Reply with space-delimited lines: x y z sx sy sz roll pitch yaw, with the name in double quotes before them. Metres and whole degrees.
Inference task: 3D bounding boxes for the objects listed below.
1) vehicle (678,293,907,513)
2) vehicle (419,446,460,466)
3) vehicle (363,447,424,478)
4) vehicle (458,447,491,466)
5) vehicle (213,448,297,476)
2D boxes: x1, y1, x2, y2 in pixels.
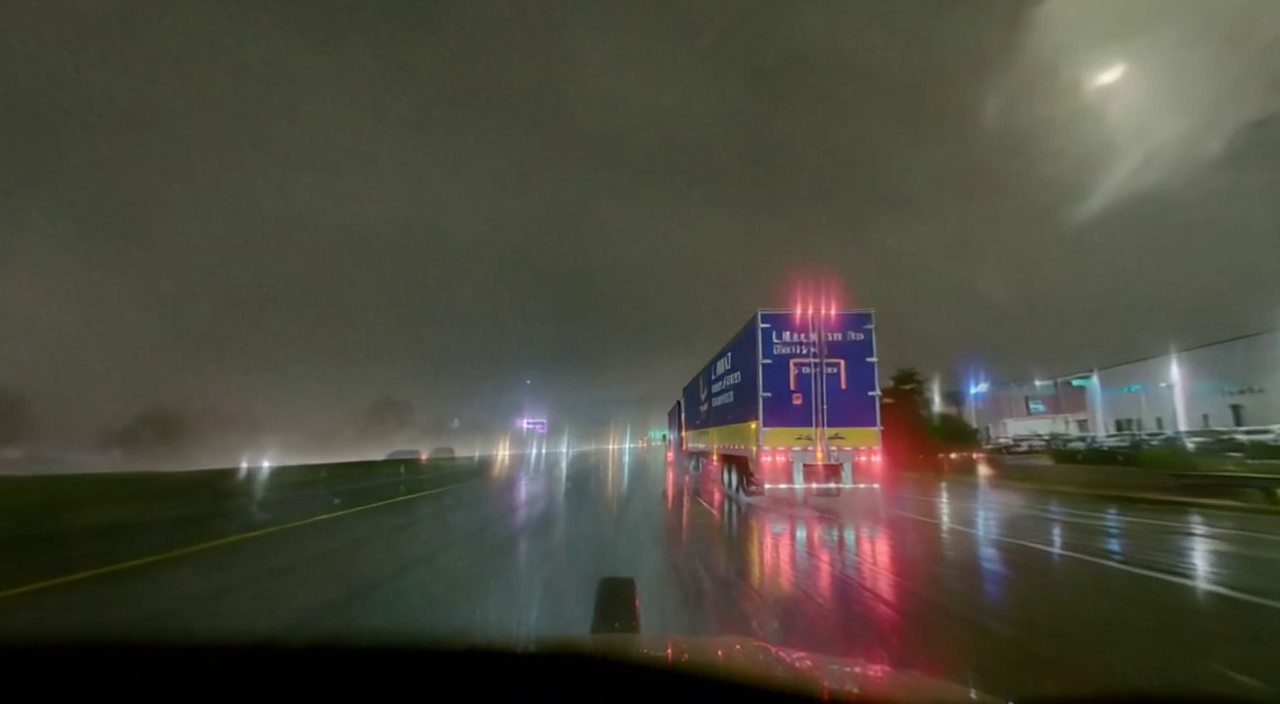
"vehicle" 3.534 2.254 21.156 2.891 4.387 17.121 0 -9 -2
"vehicle" -14.834 7.711 46.951 1.864 1.435 3.584 0 -9 0
"vehicle" -11.111 4.989 28.652 1.452 1.311 3.176 0 -9 0
"vehicle" -11.758 7.435 44.993 1.438 1.326 3.184 0 -9 0
"vehicle" -22.434 6.425 37.094 1.999 1.523 4.691 0 -9 -1
